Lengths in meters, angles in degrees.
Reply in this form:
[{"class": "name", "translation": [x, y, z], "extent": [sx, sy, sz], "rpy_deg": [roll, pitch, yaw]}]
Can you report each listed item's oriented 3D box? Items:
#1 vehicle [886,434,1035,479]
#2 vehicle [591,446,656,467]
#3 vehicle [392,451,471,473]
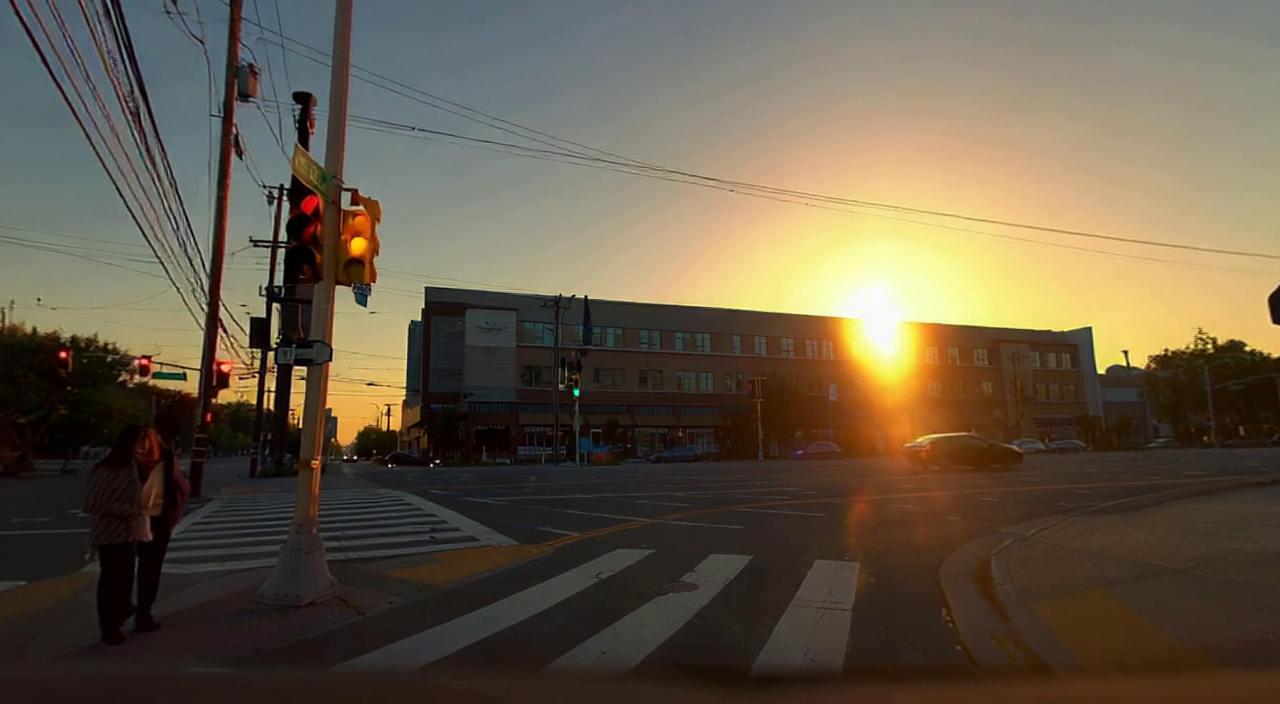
[{"class": "vehicle", "translation": [11.628, 3.776, 22.992], "extent": [4.700, 1.479, 2.095], "rpy_deg": [3, -9, -20]}, {"class": "vehicle", "translation": [-1.154, 7.551, 45.813], "extent": [4.391, 1.451, 1.717], "rpy_deg": [4, -9, -26]}, {"class": "vehicle", "translation": [-14.140, 7.446, 42.979], "extent": [4.837, 1.407, 1.818], "rpy_deg": [4, -9, -26]}]
